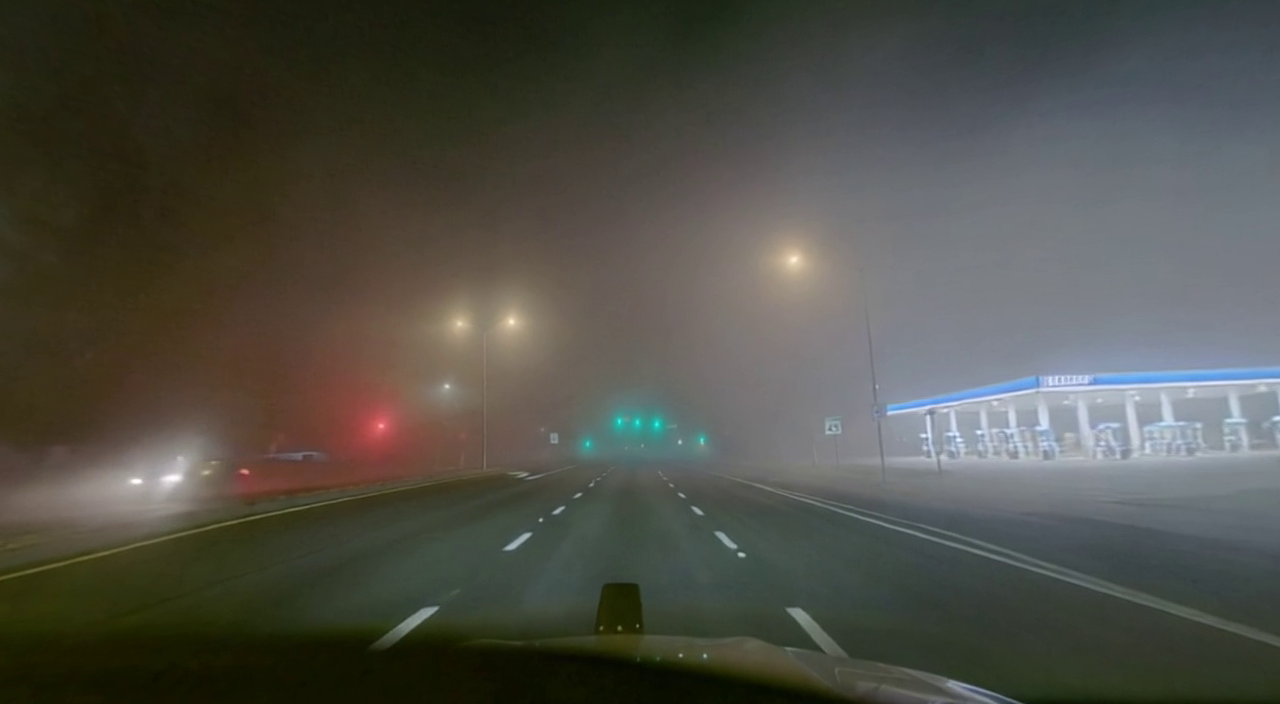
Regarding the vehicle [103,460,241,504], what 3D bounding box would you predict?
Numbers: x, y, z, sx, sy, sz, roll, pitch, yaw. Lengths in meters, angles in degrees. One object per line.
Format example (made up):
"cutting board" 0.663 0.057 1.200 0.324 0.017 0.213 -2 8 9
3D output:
"vehicle" -18.541 5.141 25.379 2.048 1.479 4.490 -1 -8 1
